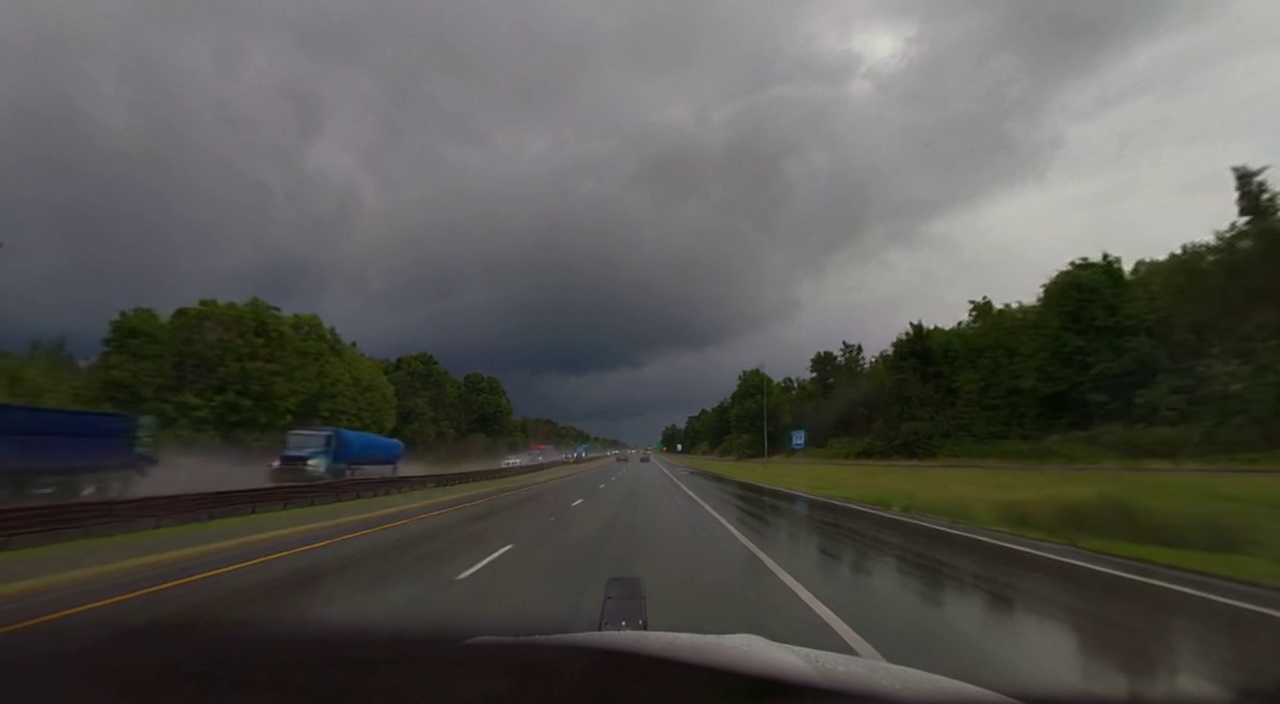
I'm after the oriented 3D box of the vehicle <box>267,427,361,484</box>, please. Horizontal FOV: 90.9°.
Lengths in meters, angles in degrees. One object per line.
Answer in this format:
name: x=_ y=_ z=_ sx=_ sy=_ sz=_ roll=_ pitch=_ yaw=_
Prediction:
vehicle: x=-22.133 y=7.074 z=43.237 sx=2.990 sy=3.635 sz=6.002 roll=0 pitch=-9 yaw=2
